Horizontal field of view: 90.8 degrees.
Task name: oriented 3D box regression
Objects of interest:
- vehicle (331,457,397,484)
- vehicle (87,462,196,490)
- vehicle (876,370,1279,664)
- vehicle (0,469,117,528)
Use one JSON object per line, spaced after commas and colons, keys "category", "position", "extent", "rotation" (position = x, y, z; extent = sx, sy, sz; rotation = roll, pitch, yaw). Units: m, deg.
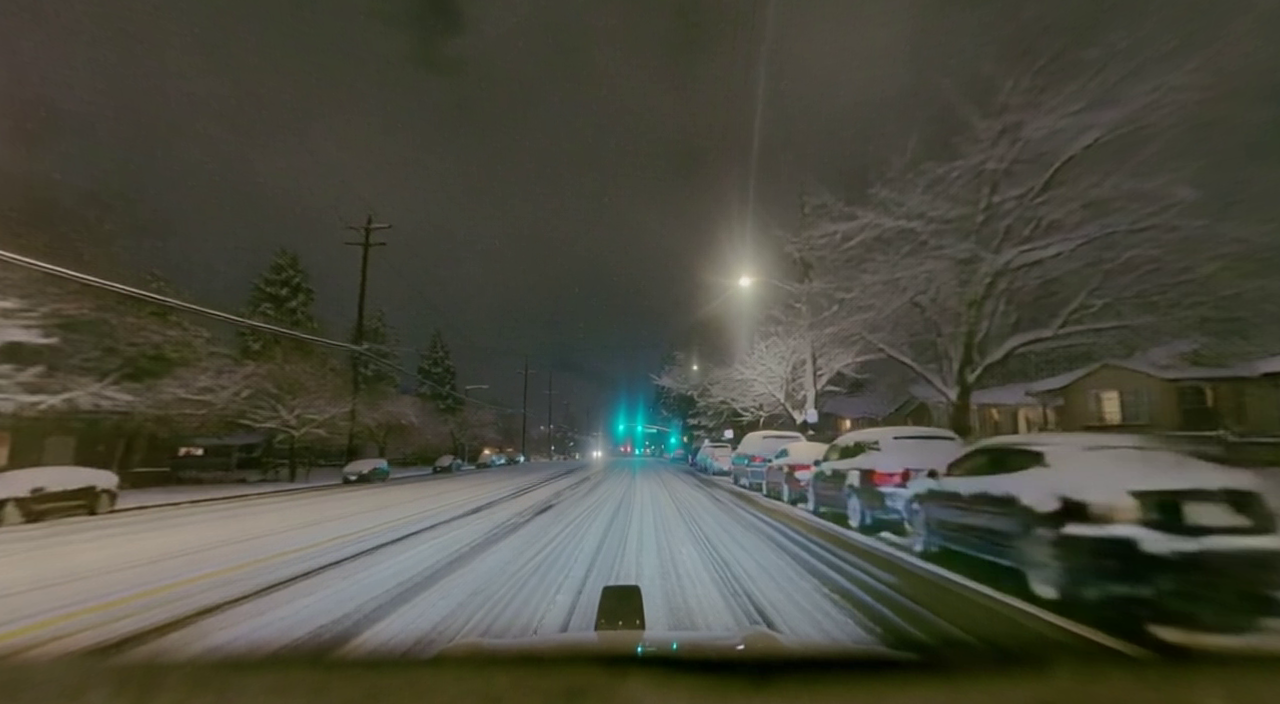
{"category": "vehicle", "position": [-17.572, 7.542, 40.506], "extent": [2.039, 1.508, 4.613], "rotation": [-1, -9, 1]}
{"category": "vehicle", "position": [-28.098, 6.979, 35.691], "extent": [4.532, 1.456, 1.853], "rotation": [0, -9, 0]}
{"category": "vehicle", "position": [4.521, 1.415, 6.589], "extent": [2.078, 1.837, 5.088], "rotation": [0, -9, 0]}
{"category": "vehicle", "position": [-17.650, 4.168, 17.972], "extent": [1.831, 1.428, 4.456], "rotation": [-3, -9, -1]}
